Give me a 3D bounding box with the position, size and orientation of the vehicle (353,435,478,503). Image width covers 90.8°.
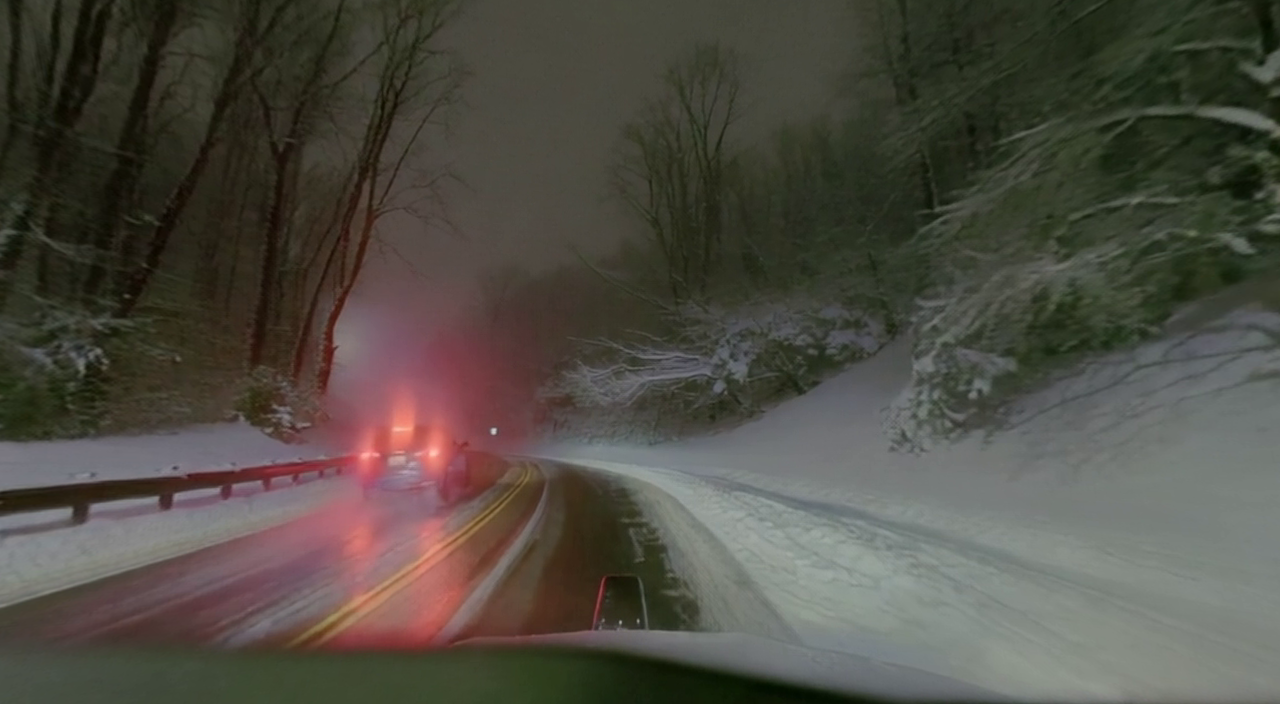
[{"bbox_3d":[-5.526,2.905,16.186,2.042,1.483,4.288,1,-8,-6],"label":"vehicle"}]
